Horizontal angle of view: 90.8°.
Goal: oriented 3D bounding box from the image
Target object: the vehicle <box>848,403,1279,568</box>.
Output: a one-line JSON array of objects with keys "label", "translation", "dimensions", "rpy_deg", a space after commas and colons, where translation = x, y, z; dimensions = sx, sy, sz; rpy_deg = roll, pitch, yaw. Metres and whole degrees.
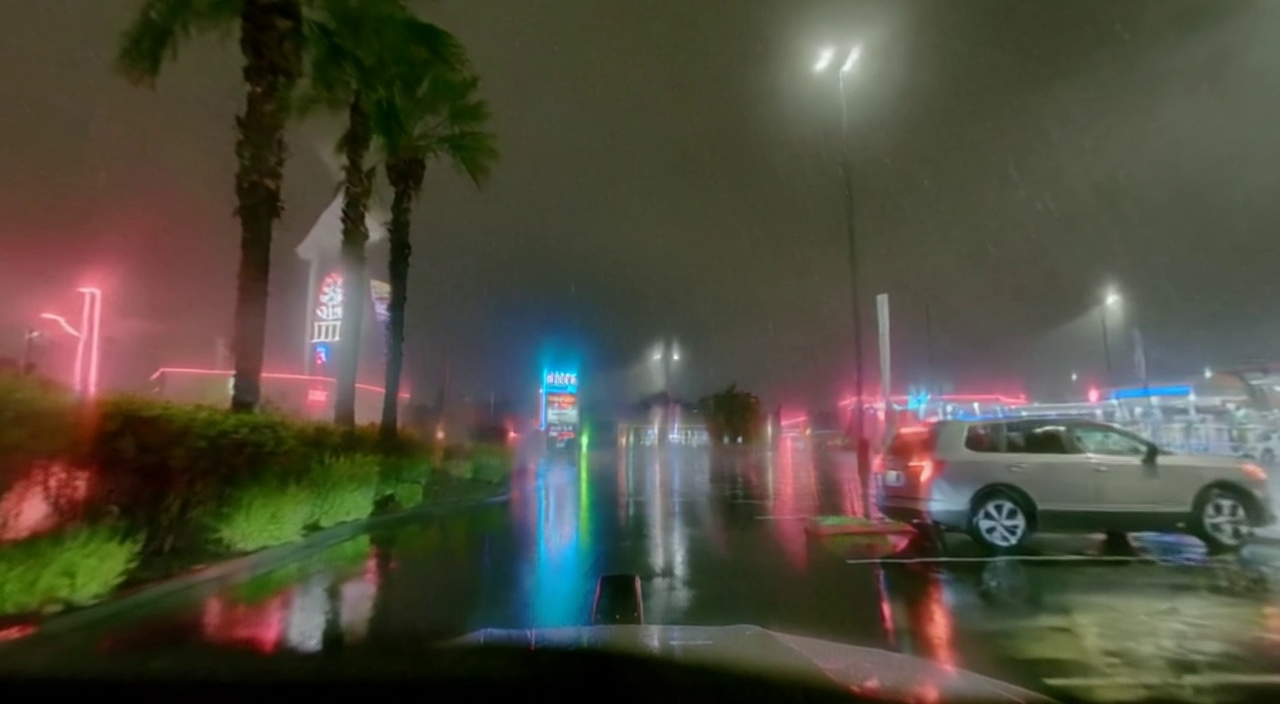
[{"label": "vehicle", "translation": [5.434, 1.654, 8.325], "dimensions": [4.560, 1.818, 2.148], "rpy_deg": [0, -8, -4]}]
